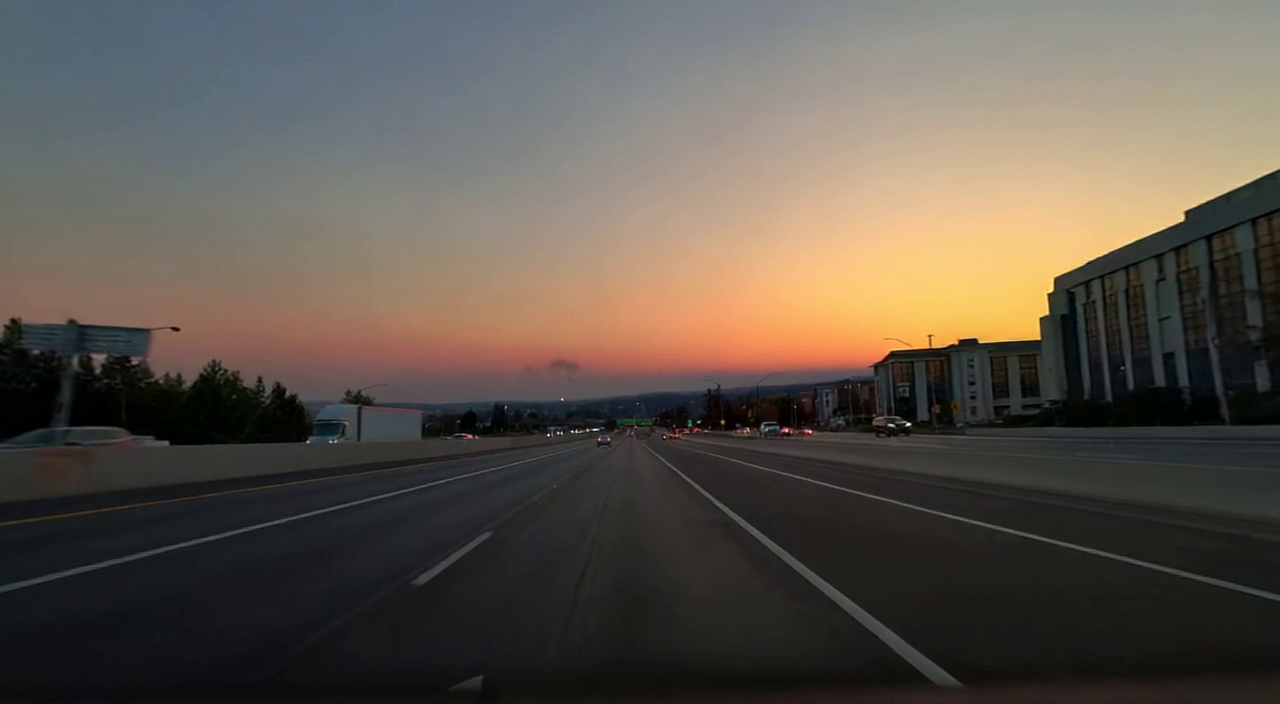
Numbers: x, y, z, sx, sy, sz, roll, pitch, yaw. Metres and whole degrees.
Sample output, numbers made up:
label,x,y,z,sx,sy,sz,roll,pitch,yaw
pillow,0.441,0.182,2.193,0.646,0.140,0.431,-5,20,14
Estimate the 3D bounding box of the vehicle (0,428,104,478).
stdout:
label,x,y,z,sx,sy,sz,roll,pitch,yaw
vehicle,-20.945,3.381,21.220,1.909,1.541,4.261,0,-8,0
